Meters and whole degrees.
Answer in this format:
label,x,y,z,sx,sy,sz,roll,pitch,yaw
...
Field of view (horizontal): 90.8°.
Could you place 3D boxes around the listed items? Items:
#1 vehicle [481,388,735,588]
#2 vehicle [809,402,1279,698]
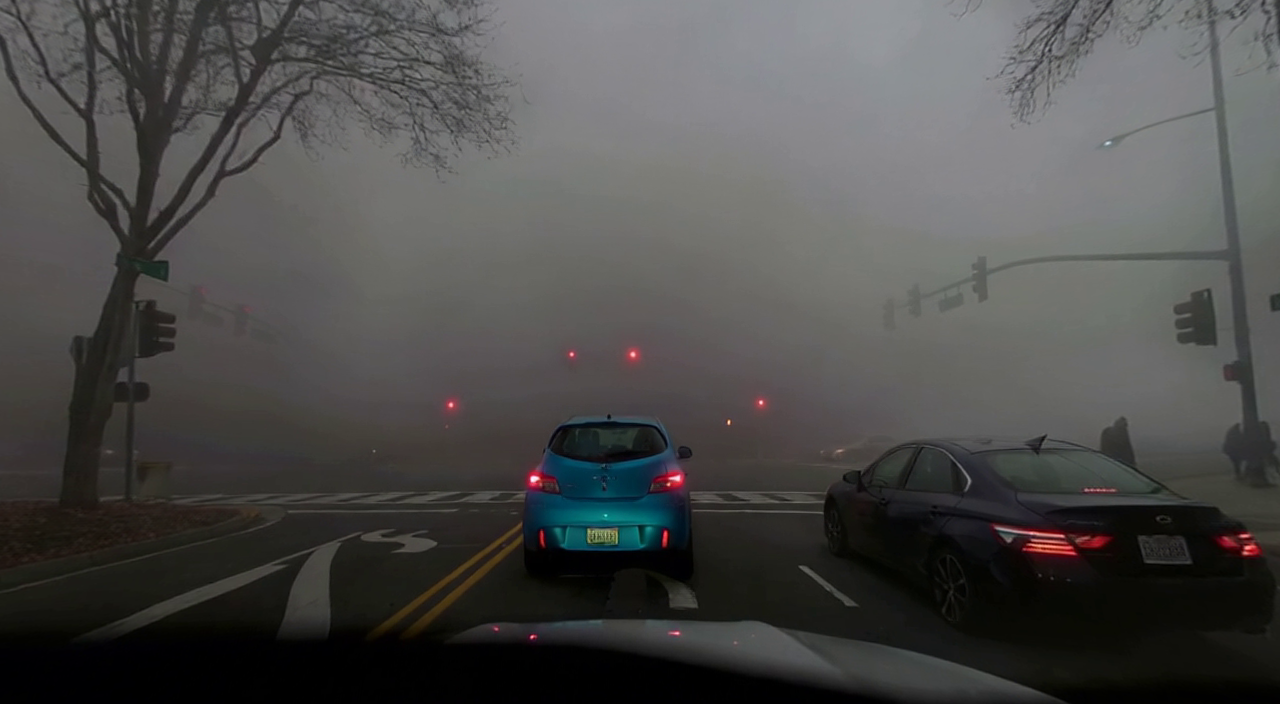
label,x,y,z,sx,sy,sz,roll,pitch,yaw
vehicle,-0.343,1.523,7.801,2.247,1.760,4.231,0,-9,-2
vehicle,3.173,1.401,5.754,1.932,1.562,4.629,0,-9,-1
